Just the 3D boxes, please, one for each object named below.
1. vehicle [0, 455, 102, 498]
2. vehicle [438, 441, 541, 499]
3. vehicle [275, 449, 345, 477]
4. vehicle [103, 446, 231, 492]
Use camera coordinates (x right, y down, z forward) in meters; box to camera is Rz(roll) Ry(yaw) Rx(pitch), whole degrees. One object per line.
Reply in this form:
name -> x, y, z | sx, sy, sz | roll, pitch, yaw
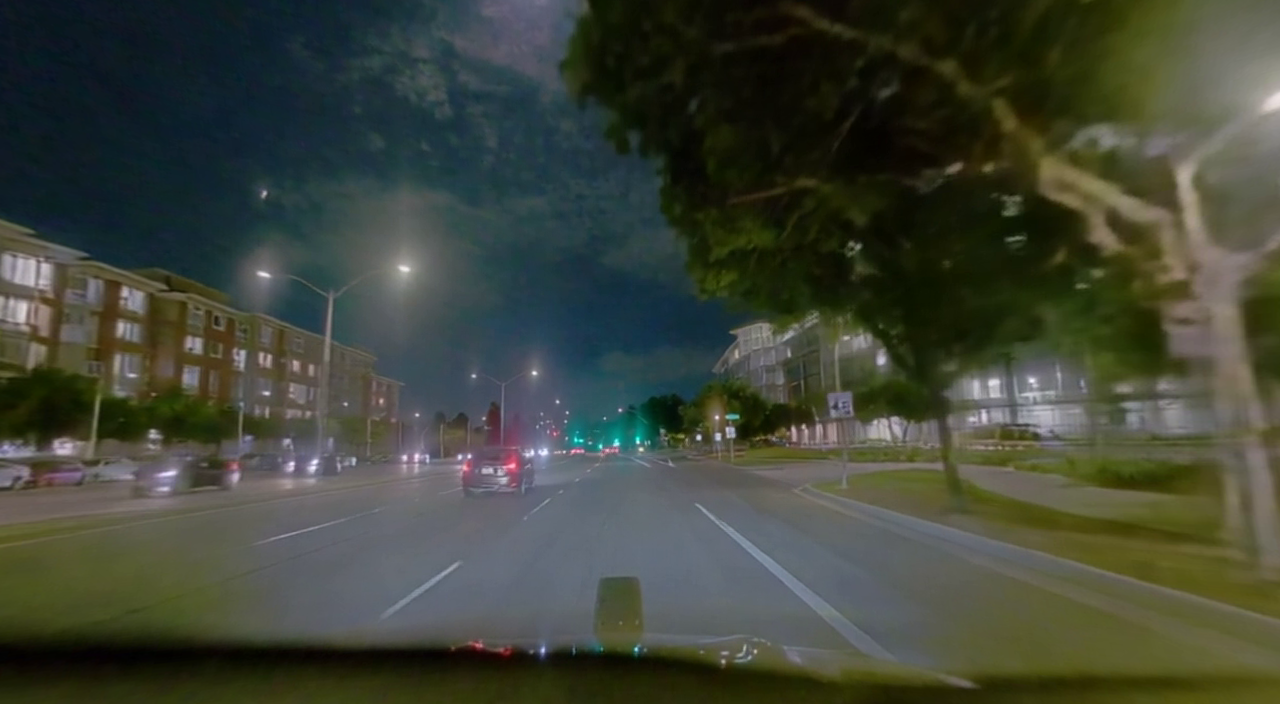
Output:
vehicle -> -27.110, 5.486, 28.258 | 1.927, 1.645, 4.728 | 0, -8, -1
vehicle -> -4.208, 3.350, 18.457 | 2.025, 1.474, 4.292 | 0, -8, -1
vehicle -> -20.178, 6.782, 38.806 | 2.159, 1.613, 3.873 | 0, -8, 1
vehicle -> -19.996, 4.916, 27.006 | 1.963, 1.765, 4.595 | 0, -8, -1
